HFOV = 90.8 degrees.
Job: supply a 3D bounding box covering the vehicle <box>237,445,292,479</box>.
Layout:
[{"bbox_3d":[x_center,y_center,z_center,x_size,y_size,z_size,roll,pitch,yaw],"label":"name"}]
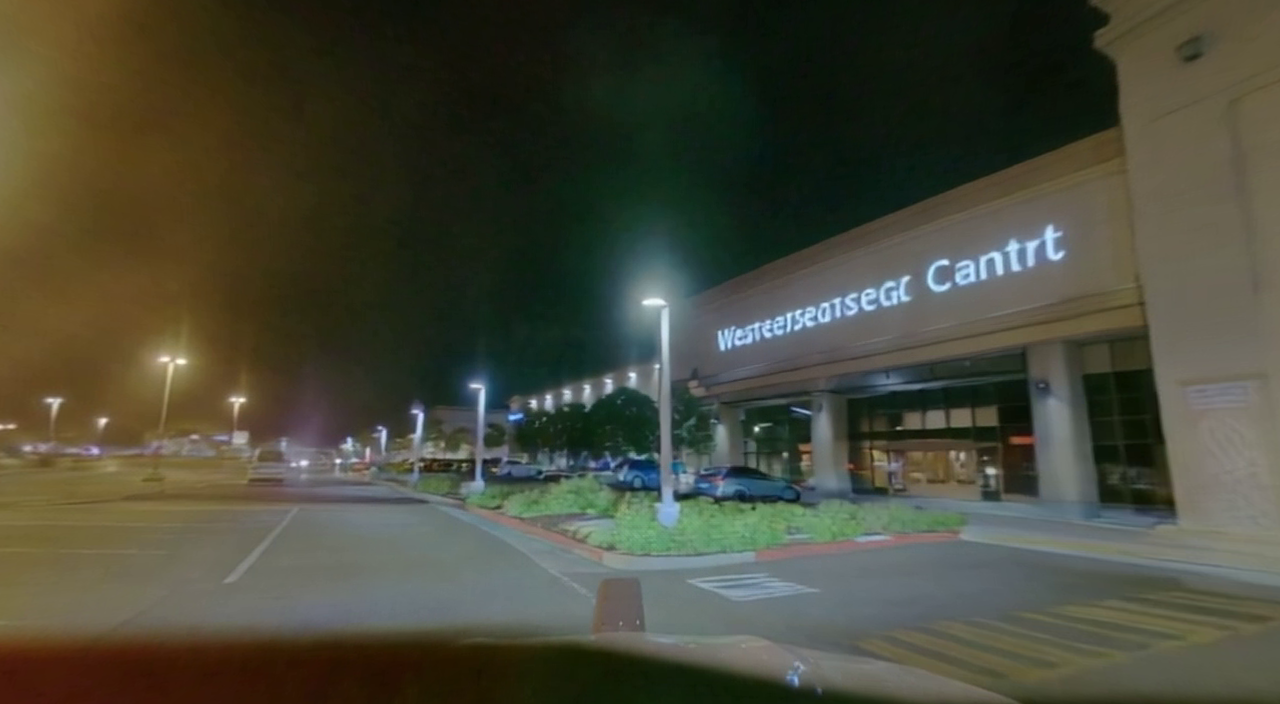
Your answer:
[{"bbox_3d":[-21.748,6.357,36.765,2.180,1.806,4.541,4,-9,-24],"label":"vehicle"}]
